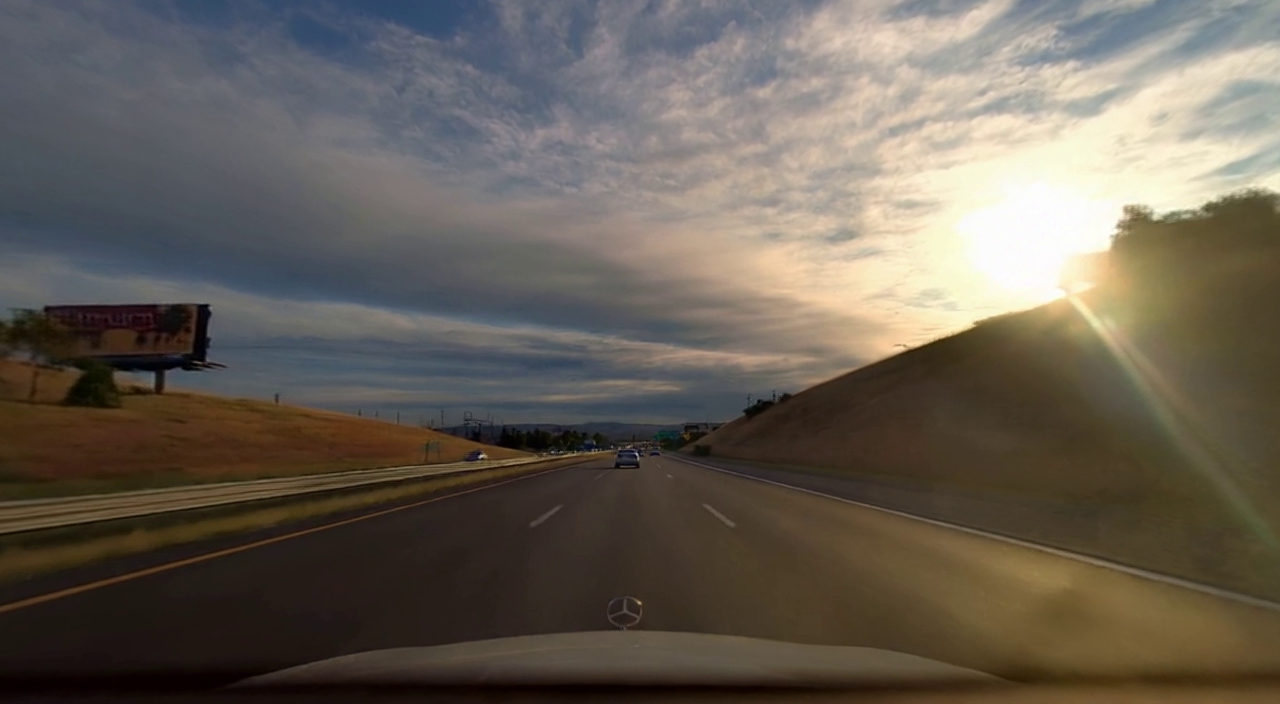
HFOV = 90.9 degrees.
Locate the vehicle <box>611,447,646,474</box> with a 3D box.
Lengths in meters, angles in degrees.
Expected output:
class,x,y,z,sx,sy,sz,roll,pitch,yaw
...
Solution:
class,x,y,z,sx,sy,sz,roll,pitch,yaw
vehicle,-0.636,6.380,37.141,1.916,1.494,4.335,0,-9,0
